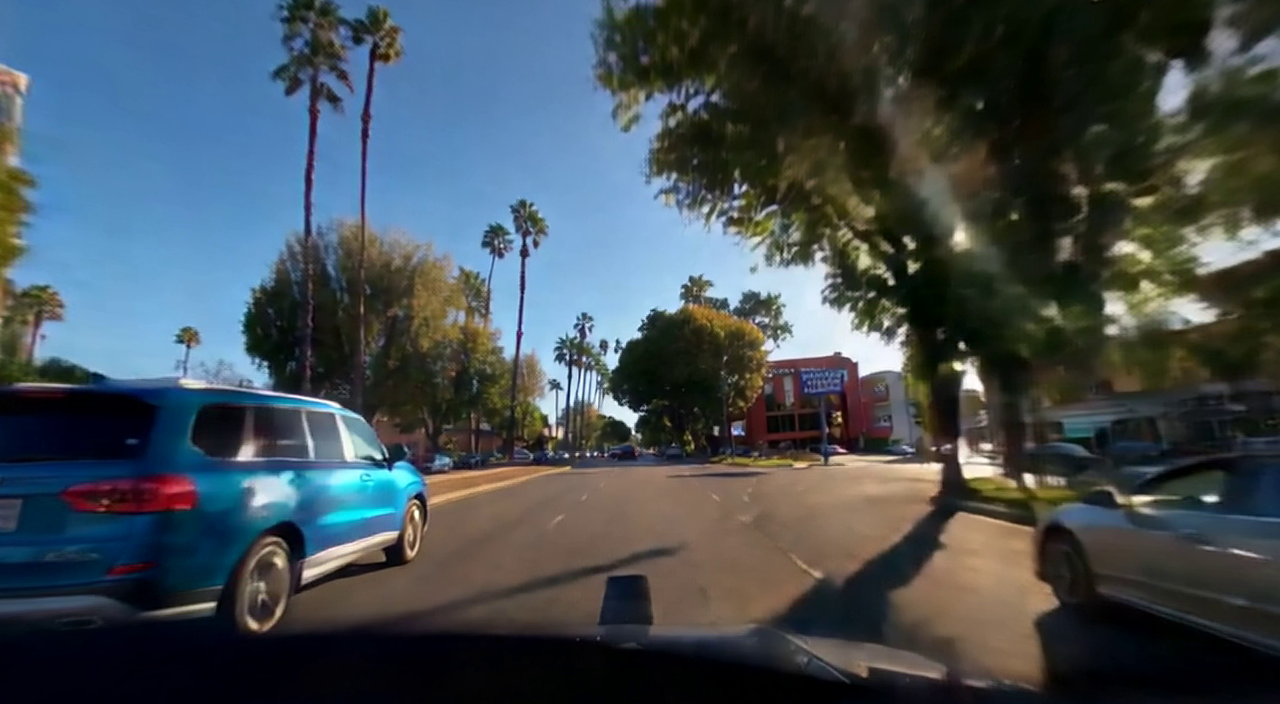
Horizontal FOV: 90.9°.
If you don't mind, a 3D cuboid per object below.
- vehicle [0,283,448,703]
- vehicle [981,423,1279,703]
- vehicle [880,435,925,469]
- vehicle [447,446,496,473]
[{"bbox_3d":[-3.300,1.006,4.926,2.152,1.987,4.527,0,-8,0],"label":"vehicle"},{"bbox_3d":[4.072,1.167,3.627,1.978,1.455,4.582,-1,-8,5],"label":"vehicle"},{"bbox_3d":[15.121,5.771,36.508,2.180,1.808,4.462,-3,-9,20],"label":"vehicle"},{"bbox_3d":[-10.179,6.498,38.389,1.846,1.499,4.101,0,-8,0],"label":"vehicle"}]
